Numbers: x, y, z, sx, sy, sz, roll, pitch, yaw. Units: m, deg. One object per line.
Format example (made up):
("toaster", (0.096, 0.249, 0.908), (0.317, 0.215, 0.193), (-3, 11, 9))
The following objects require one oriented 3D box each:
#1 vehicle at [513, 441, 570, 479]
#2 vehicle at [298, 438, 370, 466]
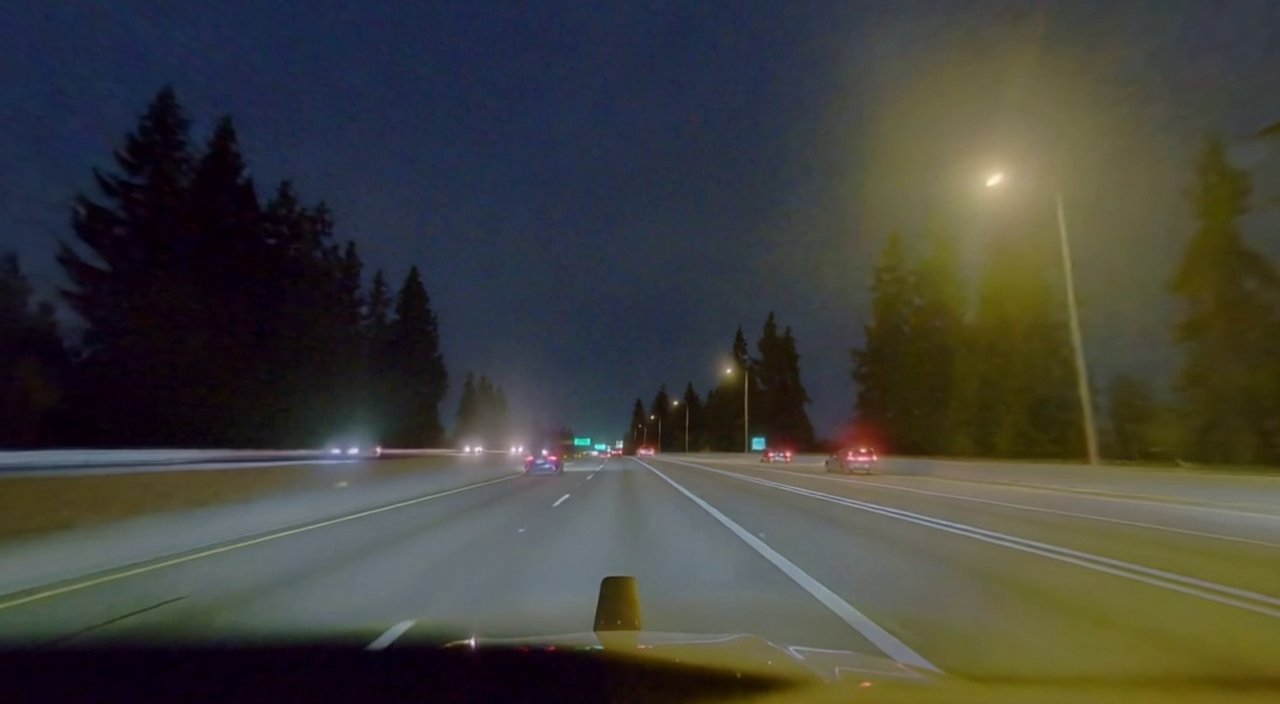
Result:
("vehicle", (-4.488, 4.998, 29.156), (2.071, 1.615, 3.868), (0, -9, -1))
("vehicle", (-18.042, 5.930, 37.271), (1.921, 1.525, 4.846), (0, -9, -1))
